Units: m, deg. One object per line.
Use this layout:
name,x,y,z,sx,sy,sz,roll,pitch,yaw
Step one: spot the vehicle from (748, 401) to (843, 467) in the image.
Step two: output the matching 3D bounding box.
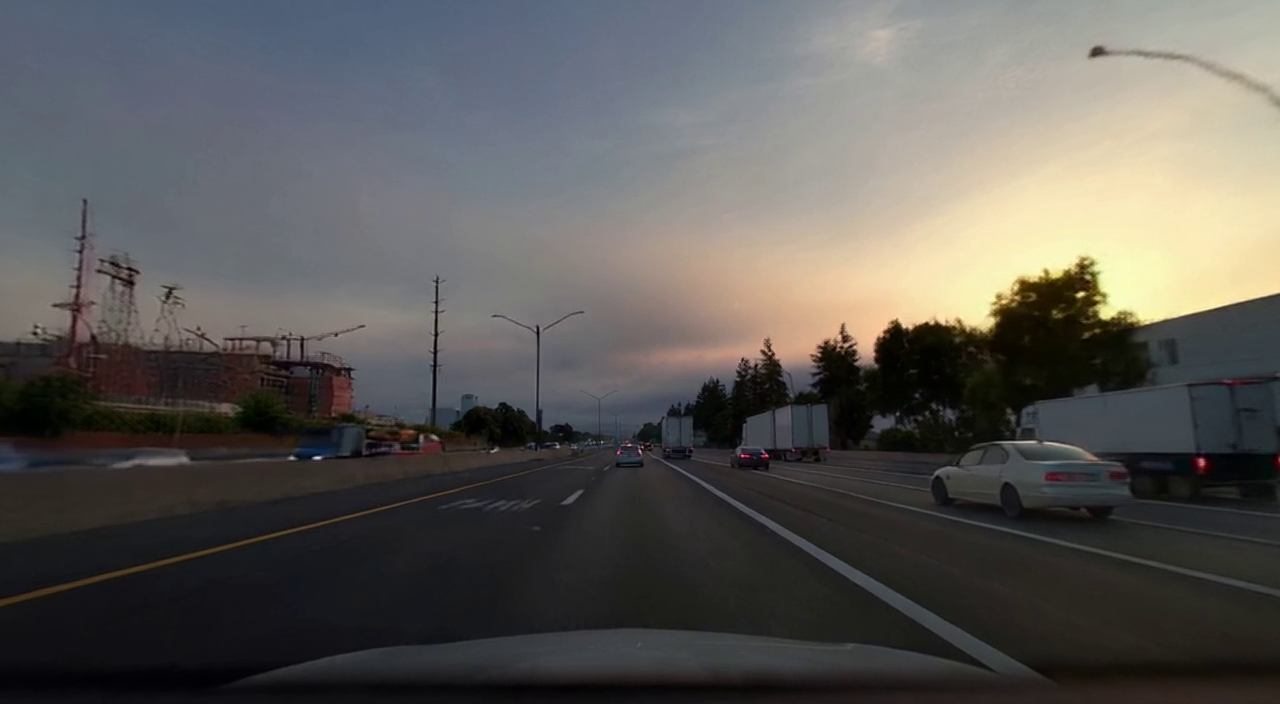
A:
vehicle,11.349,6.510,48.756,2.898,4.171,17.188,0,-9,0

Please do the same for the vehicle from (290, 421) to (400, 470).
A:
vehicle,-20.167,6.528,44.102,2.885,3.005,9.889,0,-9,0

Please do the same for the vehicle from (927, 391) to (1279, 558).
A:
vehicle,7.359,1.916,10.559,2.369,2.007,5.700,0,-9,-1

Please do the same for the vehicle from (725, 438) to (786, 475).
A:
vehicle,5.499,5.049,30.659,2.154,1.658,4.347,0,-9,0

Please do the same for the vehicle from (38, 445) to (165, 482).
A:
vehicle,-24.185,5.019,28.642,1.782,1.512,4.570,0,-9,-1

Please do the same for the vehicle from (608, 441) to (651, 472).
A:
vehicle,-0.531,5.555,33.738,2.163,1.551,4.180,0,-9,0
